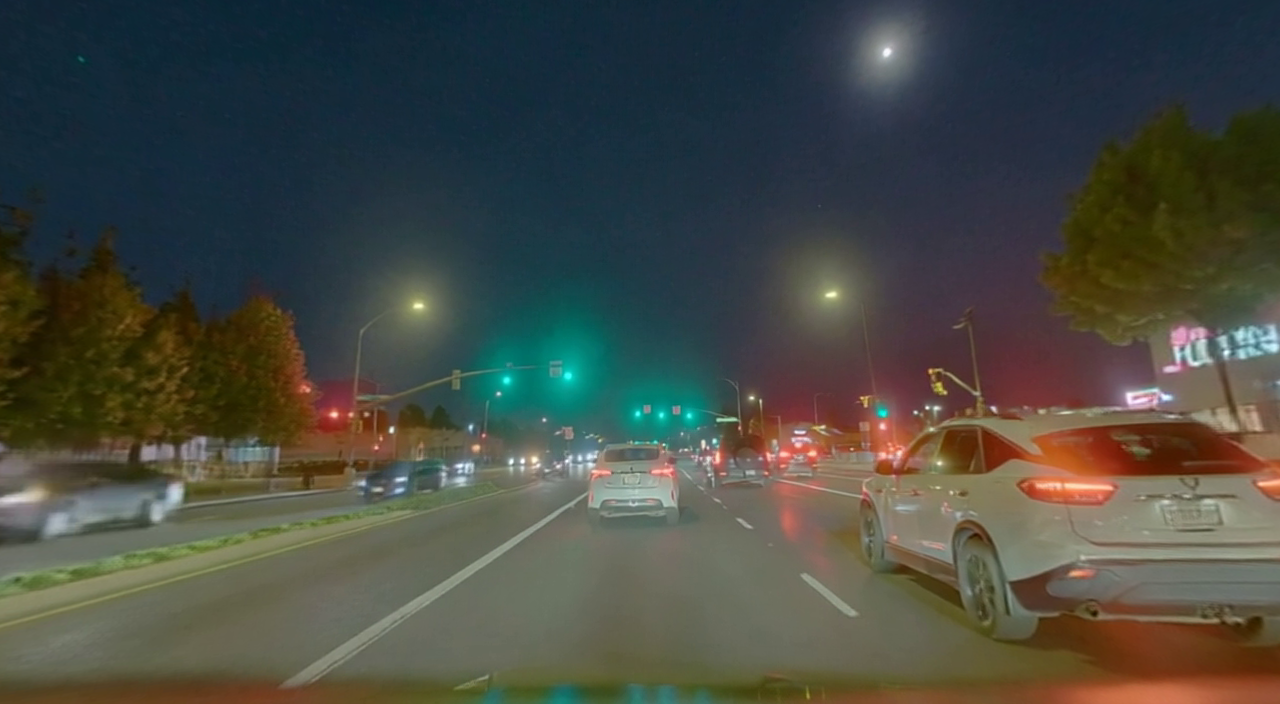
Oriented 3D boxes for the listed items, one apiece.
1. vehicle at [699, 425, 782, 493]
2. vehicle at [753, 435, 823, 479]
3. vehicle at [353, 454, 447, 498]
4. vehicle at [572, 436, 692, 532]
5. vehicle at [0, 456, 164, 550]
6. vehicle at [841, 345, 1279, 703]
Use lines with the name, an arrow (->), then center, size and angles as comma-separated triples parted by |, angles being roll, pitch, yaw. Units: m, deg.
vehicle -> 3.977, 4.348, 25.994 | 2.516, 2.481, 5.766 | 0, -8, 1
vehicle -> 7.994, 5.735, 34.584 | 2.627, 2.252, 5.236 | 0, -8, 1
vehicle -> -9.287, 4.804, 24.748 | 1.933, 1.469, 4.516 | 0, -8, 0
vehicle -> -0.104, 2.635, 13.141 | 2.111, 1.676, 4.018 | 0, -8, 1
vehicle -> -12.631, 3.008, 12.972 | 1.944, 1.638, 4.496 | 0, -8, 1
vehicle -> 3.431, 1.256, 5.410 | 1.982, 1.960, 4.427 | 0, -8, 1
